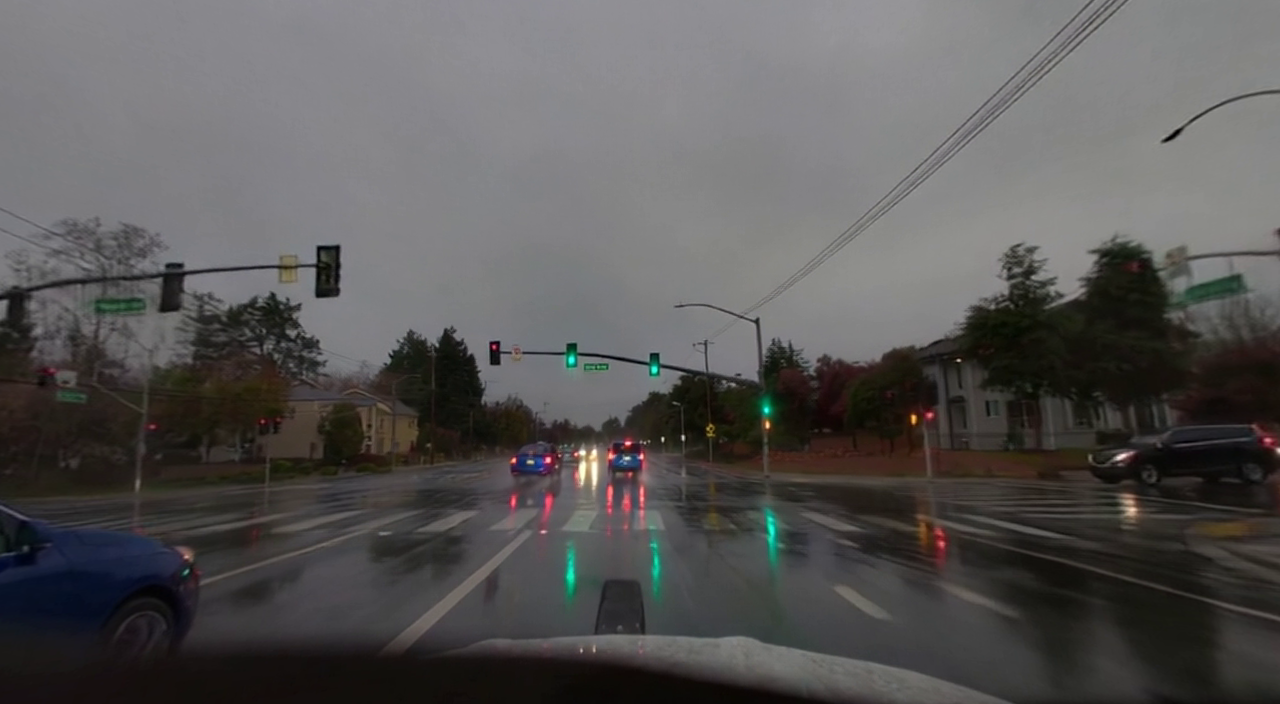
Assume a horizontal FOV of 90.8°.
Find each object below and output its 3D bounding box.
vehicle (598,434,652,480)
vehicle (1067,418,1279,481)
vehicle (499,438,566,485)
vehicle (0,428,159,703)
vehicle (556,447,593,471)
[{"bbox_3d":[-0.630,4.542,27.510,2.155,1.836,4.250,0,-8,-1],"label":"vehicle"},{"bbox_3d":[18.410,3.323,21.698,5.652,1.990,2.190,-2,-9,13],"label":"vehicle"},{"bbox_3d":[-4.060,4.208,24.591,1.899,1.685,4.121,0,-8,0],"label":"vehicle"},{"bbox_3d":[-3.271,0.764,0.763,1.901,1.409,4.442,0,-8,0],"label":"vehicle"},{"bbox_3d":[-4.099,6.768,40.293,1.863,1.449,4.153,0,-8,0],"label":"vehicle"}]
